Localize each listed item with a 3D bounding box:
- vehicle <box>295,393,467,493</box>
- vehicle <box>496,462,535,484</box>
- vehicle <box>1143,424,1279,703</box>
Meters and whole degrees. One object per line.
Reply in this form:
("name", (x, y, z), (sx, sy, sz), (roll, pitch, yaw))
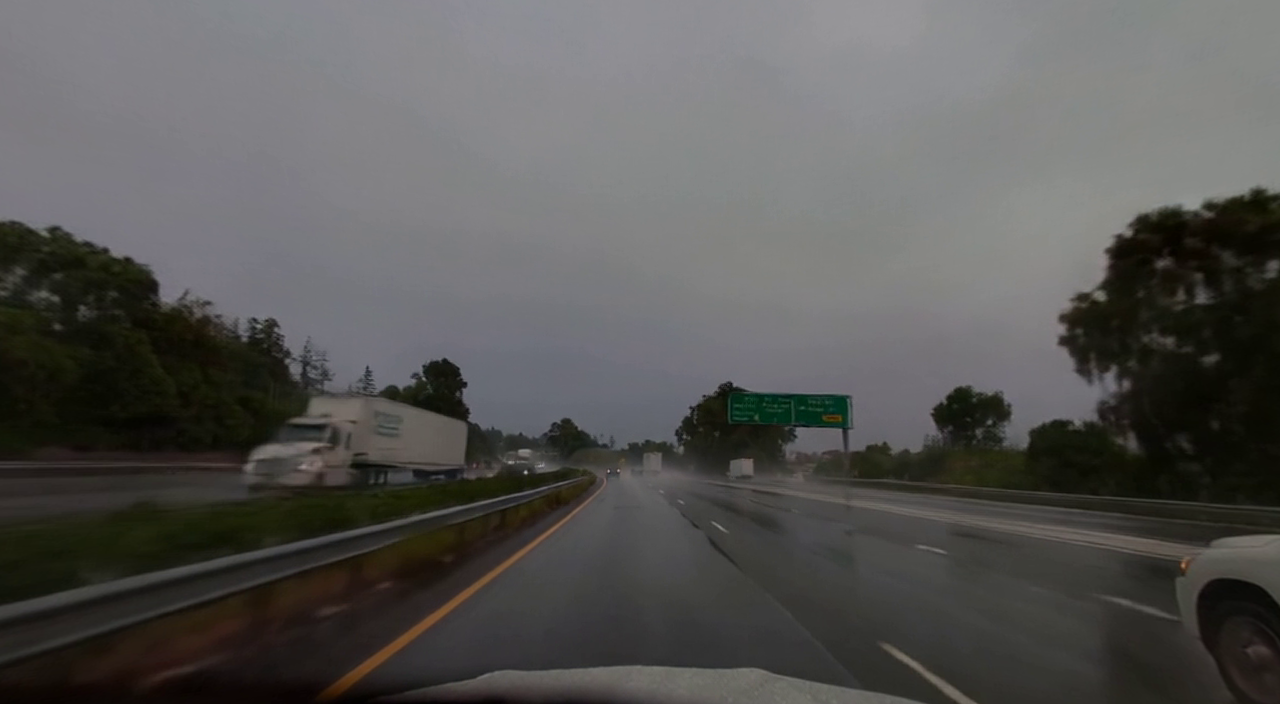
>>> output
("vehicle", (-13.258, 5.361, 35.074), (2.975, 4.187, 16.809), (1, -10, -2))
("vehicle", (-9.590, 9.356, 48.648), (2.176, 1.548, 4.347), (1, -10, -2))
("vehicle", (4.083, 0.838, 1.464), (1.965, 1.502, 4.599), (1, -10, 0))
